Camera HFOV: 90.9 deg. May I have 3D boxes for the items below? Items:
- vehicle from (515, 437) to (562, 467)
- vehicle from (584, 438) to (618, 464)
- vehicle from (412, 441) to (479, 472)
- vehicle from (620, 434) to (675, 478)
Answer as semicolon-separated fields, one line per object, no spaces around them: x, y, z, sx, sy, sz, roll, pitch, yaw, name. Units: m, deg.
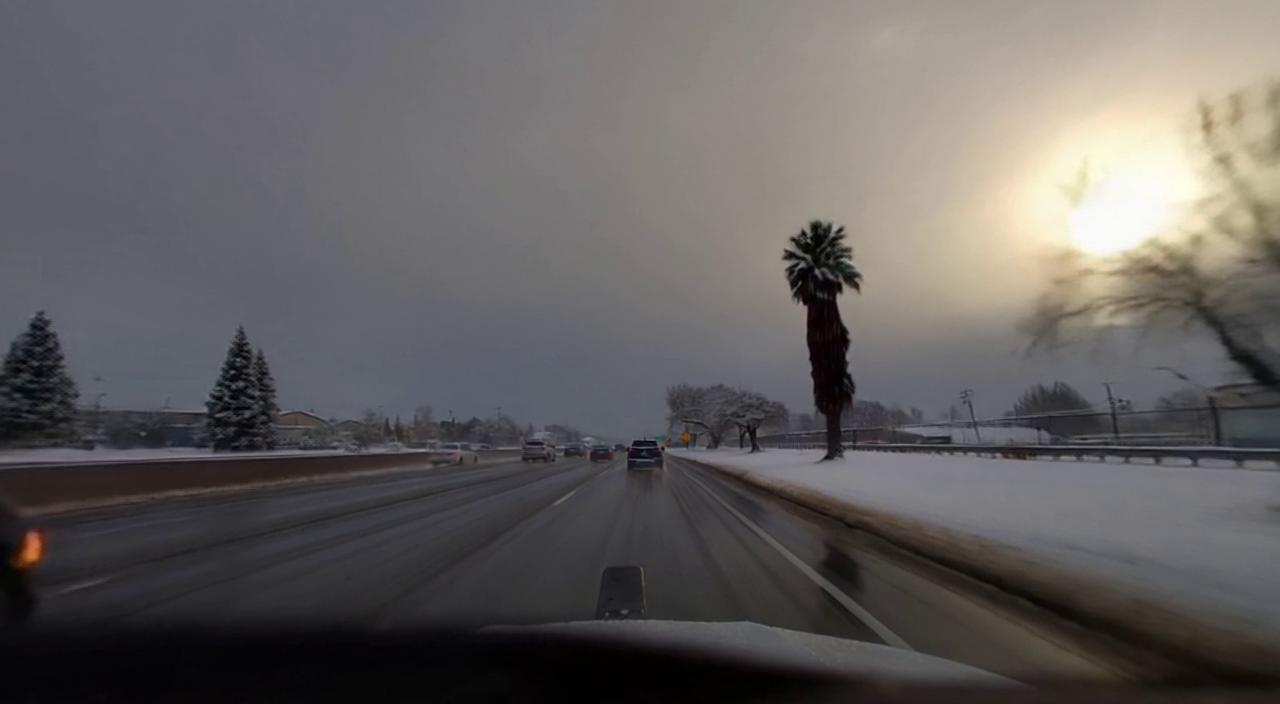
-6.393;6.333;40.176;2.105;1.790;4.689;-1;-8;2;vehicle
-2.908;7.427;47.525;2.108;1.832;4.549;-1;-8;2;vehicle
-10.383;5.596;34.117;1.910;1.501;5.004;-1;-8;2;vehicle
0.313;4.336;26.568;2.136;1.678;4.052;0;-8;1;vehicle
